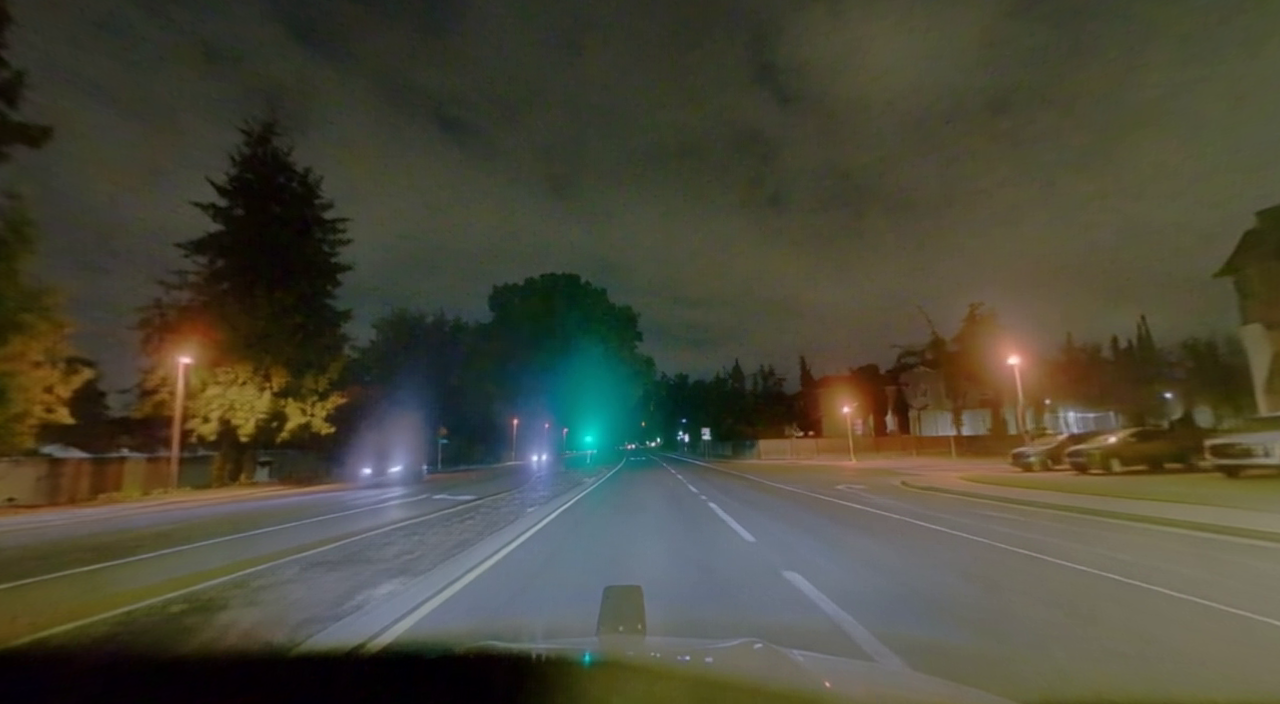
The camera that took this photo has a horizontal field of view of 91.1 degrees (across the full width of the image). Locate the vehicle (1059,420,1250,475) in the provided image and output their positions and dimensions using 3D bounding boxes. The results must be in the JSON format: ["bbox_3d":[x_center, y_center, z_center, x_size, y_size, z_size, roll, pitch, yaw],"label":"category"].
[{"bbox_3d":[17.588,3.275,21.622,4.868,1.768,2.030,0,-8,-4],"label":"vehicle"}]

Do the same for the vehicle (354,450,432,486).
[{"bbox_3d":[-12.590,5.919,32.389,2.007,1.655,4.649,0,-8,2],"label":"vehicle"}]
